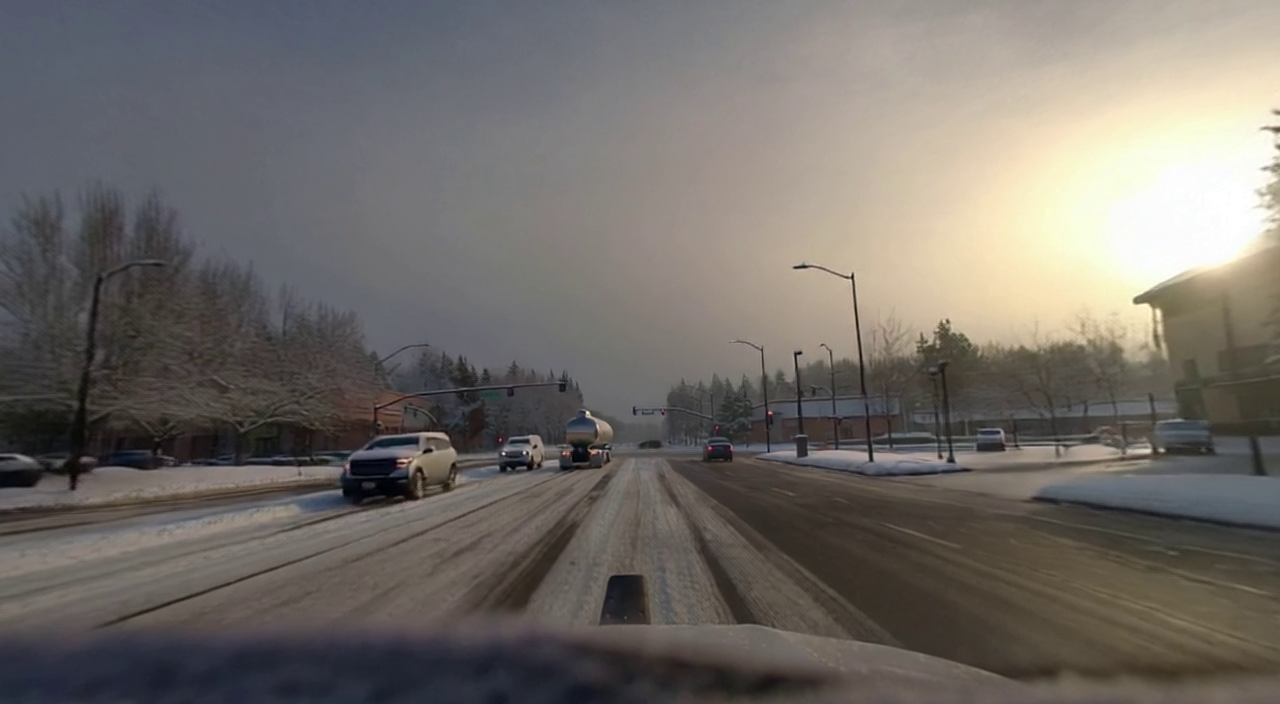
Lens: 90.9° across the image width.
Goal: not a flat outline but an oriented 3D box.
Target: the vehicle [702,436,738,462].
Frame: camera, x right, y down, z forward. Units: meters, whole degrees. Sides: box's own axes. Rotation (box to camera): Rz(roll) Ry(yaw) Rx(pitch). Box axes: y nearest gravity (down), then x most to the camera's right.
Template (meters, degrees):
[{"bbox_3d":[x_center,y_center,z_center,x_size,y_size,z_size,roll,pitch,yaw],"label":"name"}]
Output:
[{"bbox_3d":[6.196,7.610,49.427,2.093,1.926,4.749,0,-8,-2],"label":"vehicle"}]

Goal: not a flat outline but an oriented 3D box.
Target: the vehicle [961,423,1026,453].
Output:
[{"bbox_3d":[23.554,5.738,41.863,2.380,1.890,5.620,-8,-11,42],"label":"vehicle"}]

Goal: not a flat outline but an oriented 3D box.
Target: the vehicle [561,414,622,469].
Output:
[{"bbox_3d":[-2.898,6.079,42.491,2.841,3.004,14.901,0,-8,1],"label":"vehicle"}]

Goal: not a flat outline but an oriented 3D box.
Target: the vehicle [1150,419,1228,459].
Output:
[{"bbox_3d":[23.405,3.696,27.030,1.924,1.467,4.572,-9,-10,35],"label":"vehicle"}]

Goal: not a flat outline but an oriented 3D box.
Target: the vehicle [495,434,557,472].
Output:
[{"bbox_3d":[-6.336,5.707,35.799,2.375,1.989,5.497,0,-8,1],"label":"vehicle"}]

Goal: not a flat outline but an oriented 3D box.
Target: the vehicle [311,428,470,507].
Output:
[{"bbox_3d":[-6.262,2.949,16.562,2.179,1.750,4.621,0,-8,2],"label":"vehicle"}]
